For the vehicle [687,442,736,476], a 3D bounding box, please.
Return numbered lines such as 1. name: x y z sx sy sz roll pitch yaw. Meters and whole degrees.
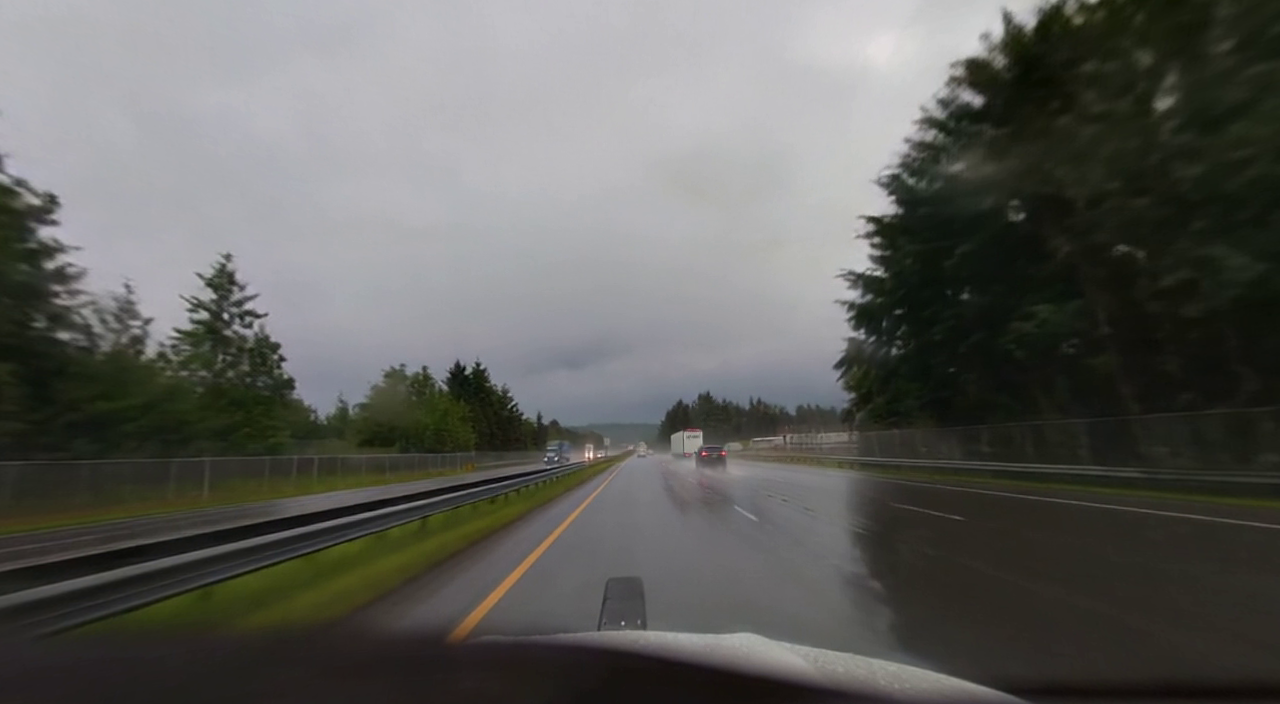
1. vehicle: 3.889 5.915 35.014 2.093 1.742 4.167 0 -9 -1
